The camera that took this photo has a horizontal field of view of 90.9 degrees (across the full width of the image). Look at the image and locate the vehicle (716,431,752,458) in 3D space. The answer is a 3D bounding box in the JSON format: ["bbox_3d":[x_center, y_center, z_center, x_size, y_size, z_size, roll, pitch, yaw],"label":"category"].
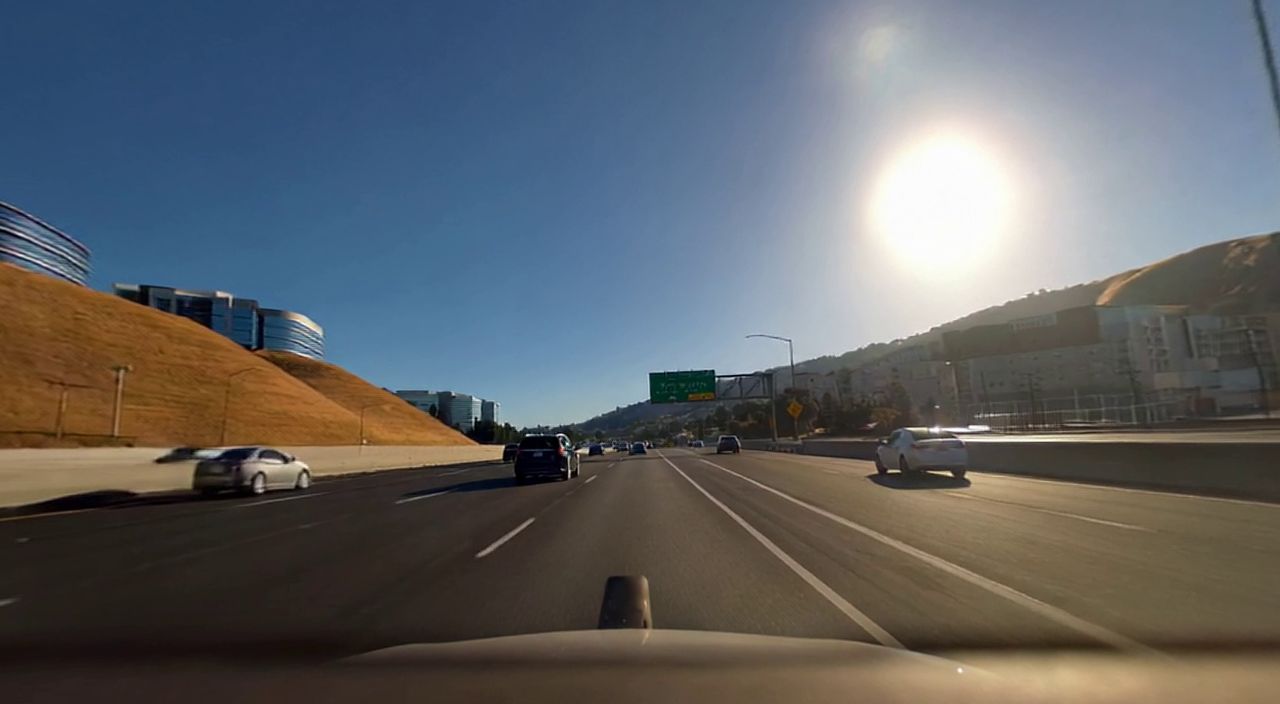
[{"bbox_3d":[6.860,6.828,46.629,2.172,1.824,5.031,-1,-8,3],"label":"vehicle"}]

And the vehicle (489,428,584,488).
[{"bbox_3d":[-3.297,3.514,21.249,2.210,1.730,5.133,-1,-8,1],"label":"vehicle"}]

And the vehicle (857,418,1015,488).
[{"bbox_3d":[7.912,2.751,17.485,2.122,1.646,4.491,-1,-8,-1],"label":"vehicle"}]

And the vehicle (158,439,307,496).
[{"bbox_3d":[-13.987,3.952,22.081,2.049,1.707,4.743,-1,-8,0],"label":"vehicle"}]
